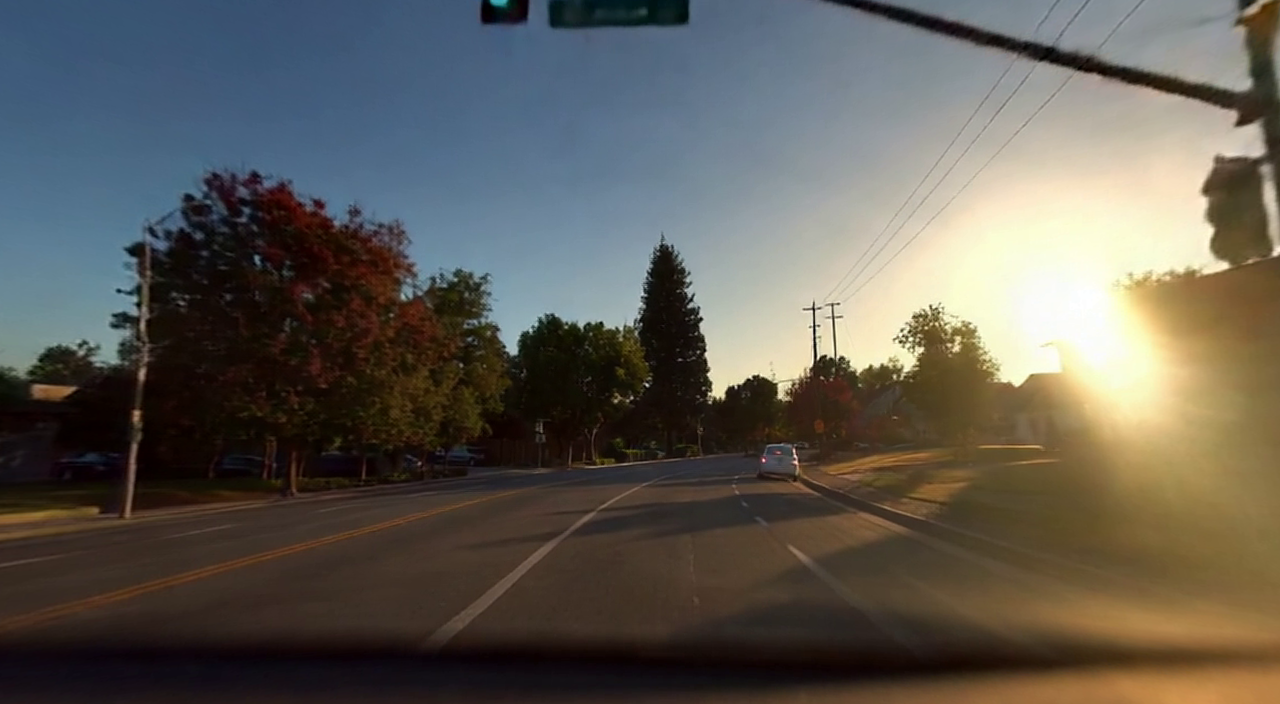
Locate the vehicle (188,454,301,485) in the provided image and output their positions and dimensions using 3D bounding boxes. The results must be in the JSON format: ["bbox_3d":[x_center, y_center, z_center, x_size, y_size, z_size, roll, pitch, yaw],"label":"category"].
[{"bbox_3d":[-19.852,5.885,31.810,4.658,1.482,1.879,-2,-9,10],"label":"vehicle"}]

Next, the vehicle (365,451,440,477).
[{"bbox_3d":[-15.441,7.270,41.146,4.284,1.549,1.828,-2,-9,15],"label":"vehicle"}]

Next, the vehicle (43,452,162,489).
[{"bbox_3d":[-26.906,5.915,31.731,4.164,1.720,2.019,0,-7,3],"label":"vehicle"}]

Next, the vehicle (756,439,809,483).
[{"bbox_3d":[6.256,4.815,28.166,1.989,1.782,4.351,-1,-9,9],"label":"vehicle"}]
